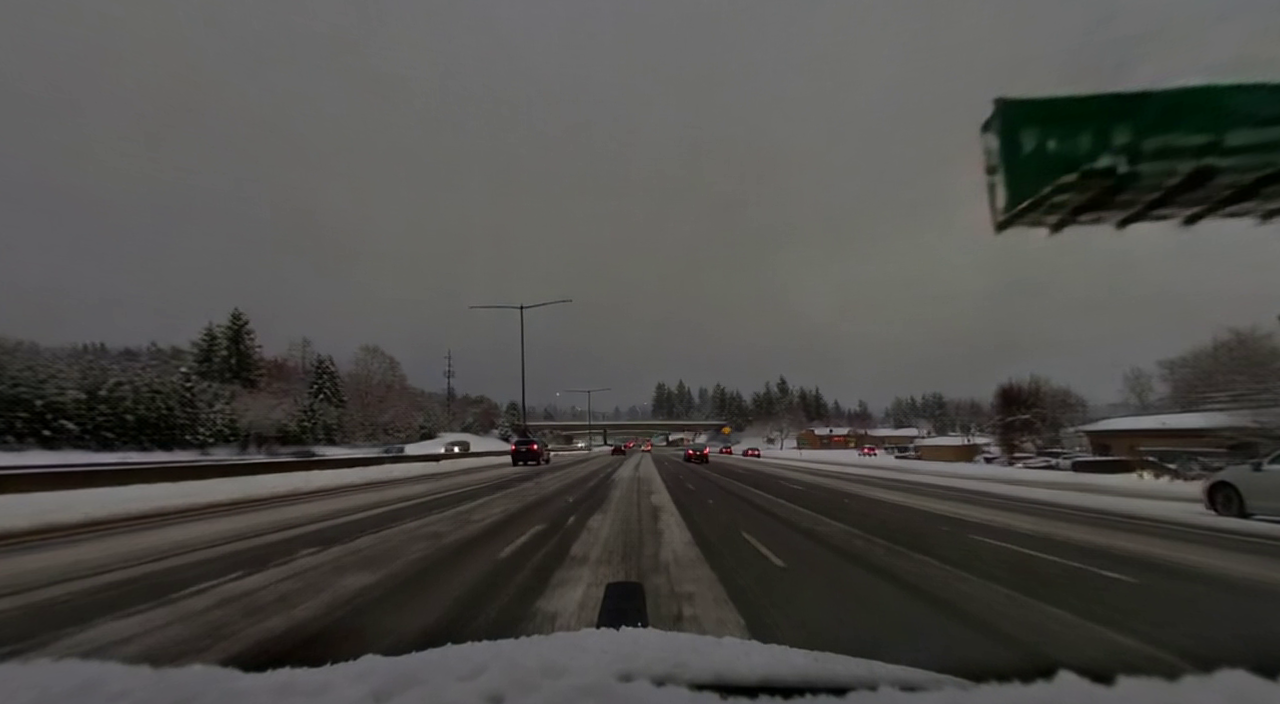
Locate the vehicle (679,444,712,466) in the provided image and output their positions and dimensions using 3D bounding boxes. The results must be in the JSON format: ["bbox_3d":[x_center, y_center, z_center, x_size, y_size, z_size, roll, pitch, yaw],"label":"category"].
[{"bbox_3d":[3.787,7.132,43.540,1.950,1.453,3.378,0,-9,-1],"label":"vehicle"}]

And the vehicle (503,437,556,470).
[{"bbox_3d":[-6.207,5.749,35.830,2.091,1.746,4.437,0,-9,2],"label":"vehicle"}]

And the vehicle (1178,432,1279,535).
[{"bbox_3d":[10.182,1.777,8.218,1.979,1.467,4.839,0,-9,0],"label":"vehicle"}]

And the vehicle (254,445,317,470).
[{"bbox_3d":[-21.422,6.362,38.122,1.689,1.401,3.620,0,-8,0],"label":"vehicle"}]
